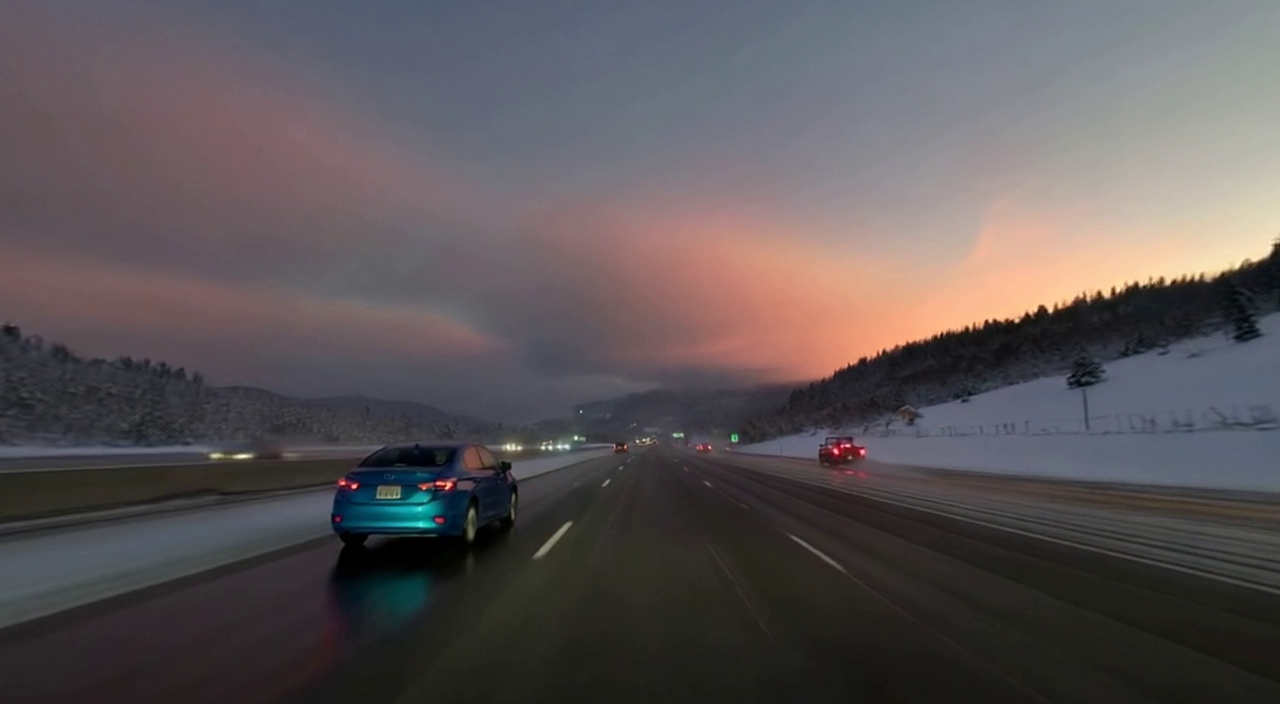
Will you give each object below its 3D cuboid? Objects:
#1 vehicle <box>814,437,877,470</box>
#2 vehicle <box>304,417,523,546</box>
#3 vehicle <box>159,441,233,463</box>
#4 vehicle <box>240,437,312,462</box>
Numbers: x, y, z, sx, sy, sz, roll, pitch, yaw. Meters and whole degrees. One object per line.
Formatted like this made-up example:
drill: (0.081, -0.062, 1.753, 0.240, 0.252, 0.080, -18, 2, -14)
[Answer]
vehicle: (11.605, 5.727, 35.753, 2.062, 1.736, 4.589, 0, -8, 0)
vehicle: (-3.224, 1.921, 9.916, 1.967, 1.615, 3.886, 0, -8, 0)
vehicle: (-32.824, 7.369, 46.594, 2.005, 1.519, 4.736, 0, -8, 0)
vehicle: (-28.598, 7.664, 49.556, 2.173, 1.849, 5.682, 0, -8, 1)
